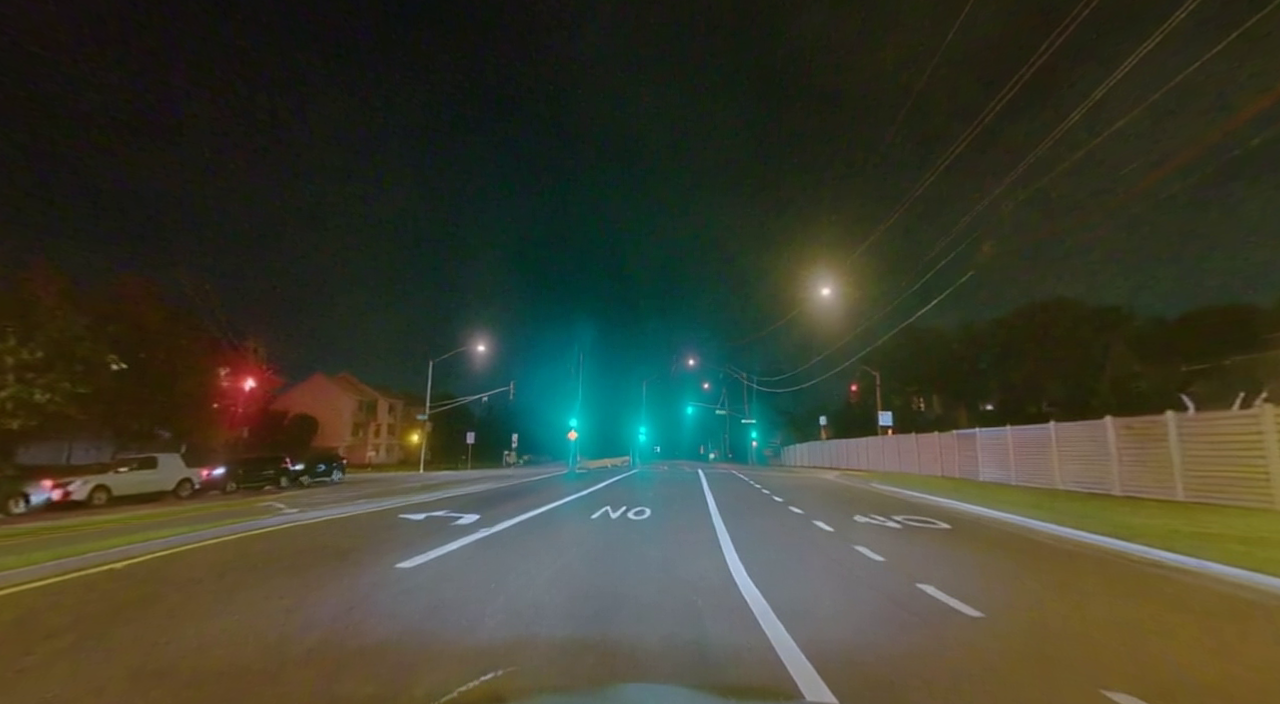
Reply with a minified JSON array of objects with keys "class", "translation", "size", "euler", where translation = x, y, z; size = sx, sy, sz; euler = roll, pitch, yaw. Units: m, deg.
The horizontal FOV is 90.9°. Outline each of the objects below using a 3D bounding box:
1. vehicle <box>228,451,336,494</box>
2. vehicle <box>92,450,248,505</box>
[{"class":"vehicle","translation":[-17.155,5.752,30.547],"size":[2.050,1.697,4.838],"euler":[-5,-8,6]},{"class":"vehicle","translation":[-18.034,4.775,24.553],"size":[2.148,1.856,4.632],"euler":[-1,-8,7]}]
